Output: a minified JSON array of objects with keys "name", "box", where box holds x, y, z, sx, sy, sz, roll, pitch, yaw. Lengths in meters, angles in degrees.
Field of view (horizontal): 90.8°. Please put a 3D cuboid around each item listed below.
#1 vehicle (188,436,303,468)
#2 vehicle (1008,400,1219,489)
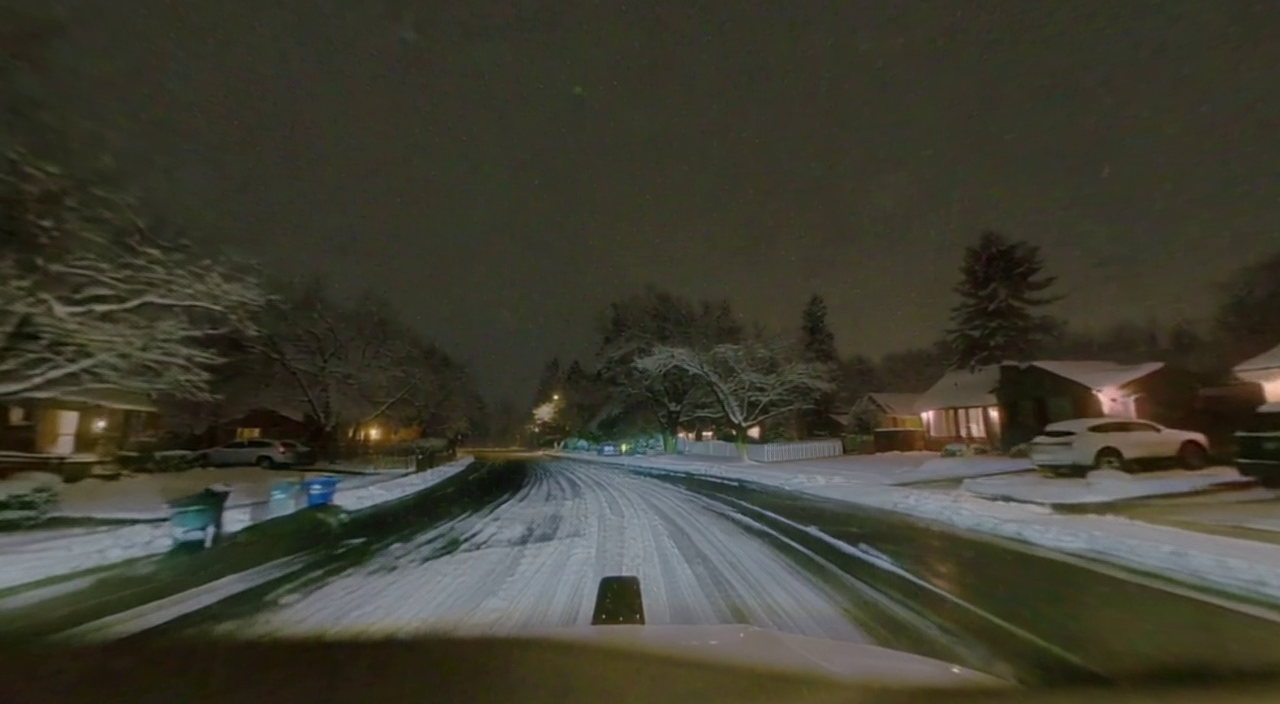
[{"name":"vehicle","box":[-20.704,5.320,33.370,4.654,1.457,1.986,3,-11,-10]},{"name":"vehicle","box":[12.182,2.354,16.375,4.149,1.596,1.890,-6,-7,-12]}]
